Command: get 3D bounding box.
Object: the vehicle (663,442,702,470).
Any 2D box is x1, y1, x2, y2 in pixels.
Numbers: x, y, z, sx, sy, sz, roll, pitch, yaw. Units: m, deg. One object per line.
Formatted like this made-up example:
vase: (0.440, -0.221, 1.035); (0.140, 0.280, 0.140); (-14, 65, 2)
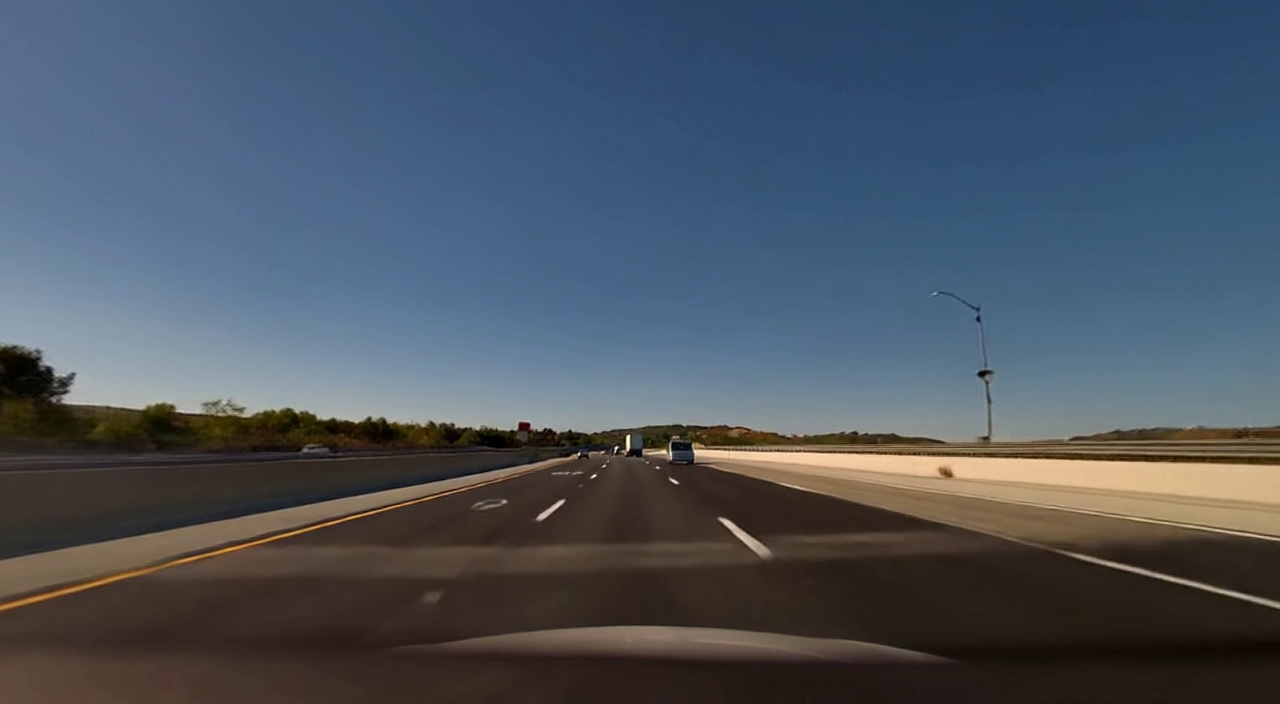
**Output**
vehicle: (2.947, 7.341, 44.450); (2.233, 1.861, 4.494); (1, -9, -3)
